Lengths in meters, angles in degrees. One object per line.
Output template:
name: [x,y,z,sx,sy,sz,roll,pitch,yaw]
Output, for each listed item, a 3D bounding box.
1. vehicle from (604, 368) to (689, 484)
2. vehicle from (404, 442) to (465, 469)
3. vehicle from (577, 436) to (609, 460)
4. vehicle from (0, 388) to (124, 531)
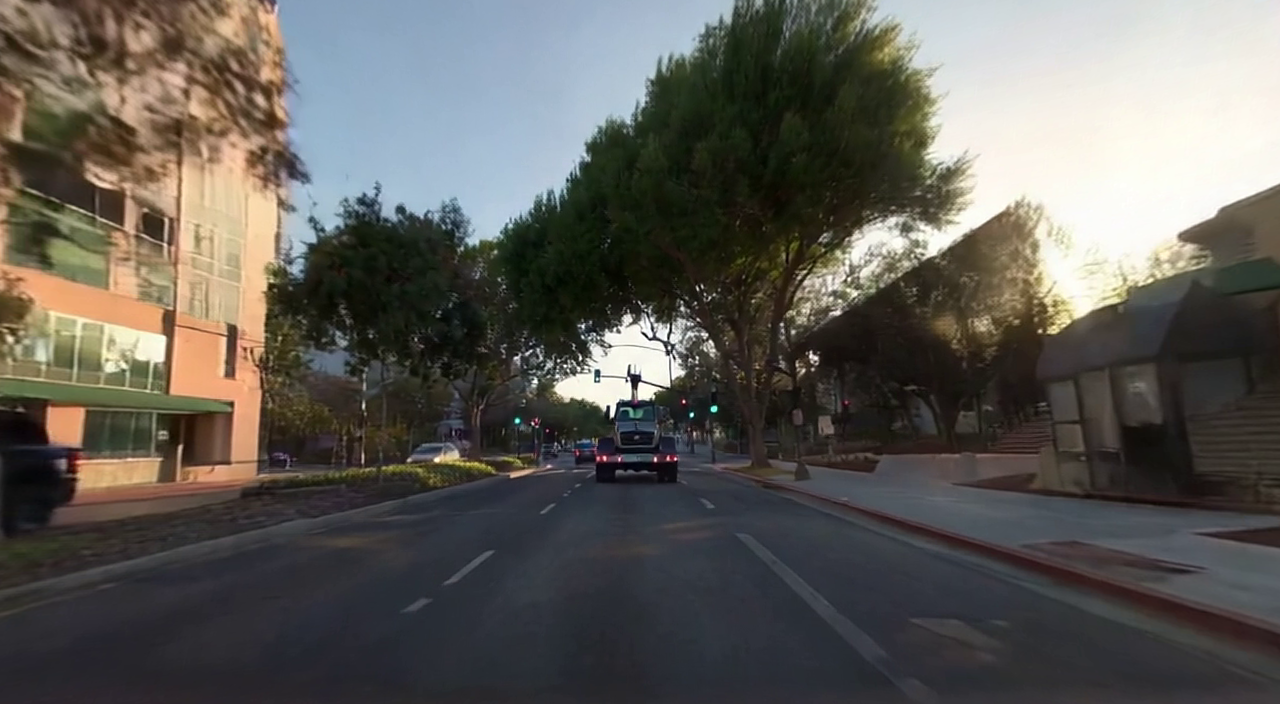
vehicle: [0.198,3.034,24.545,2.552,3.461,11.044,-1,-8,0]
vehicle: [-12.094,6.117,37.451,1.941,1.520,4.864,0,-9,0]
vehicle: [-3.472,7.251,47.553,2.081,1.688,4.235,0,-9,0]
vehicle: [-12.225,1.788,10.433,2.404,2.444,5.799,0,-9,-1]
